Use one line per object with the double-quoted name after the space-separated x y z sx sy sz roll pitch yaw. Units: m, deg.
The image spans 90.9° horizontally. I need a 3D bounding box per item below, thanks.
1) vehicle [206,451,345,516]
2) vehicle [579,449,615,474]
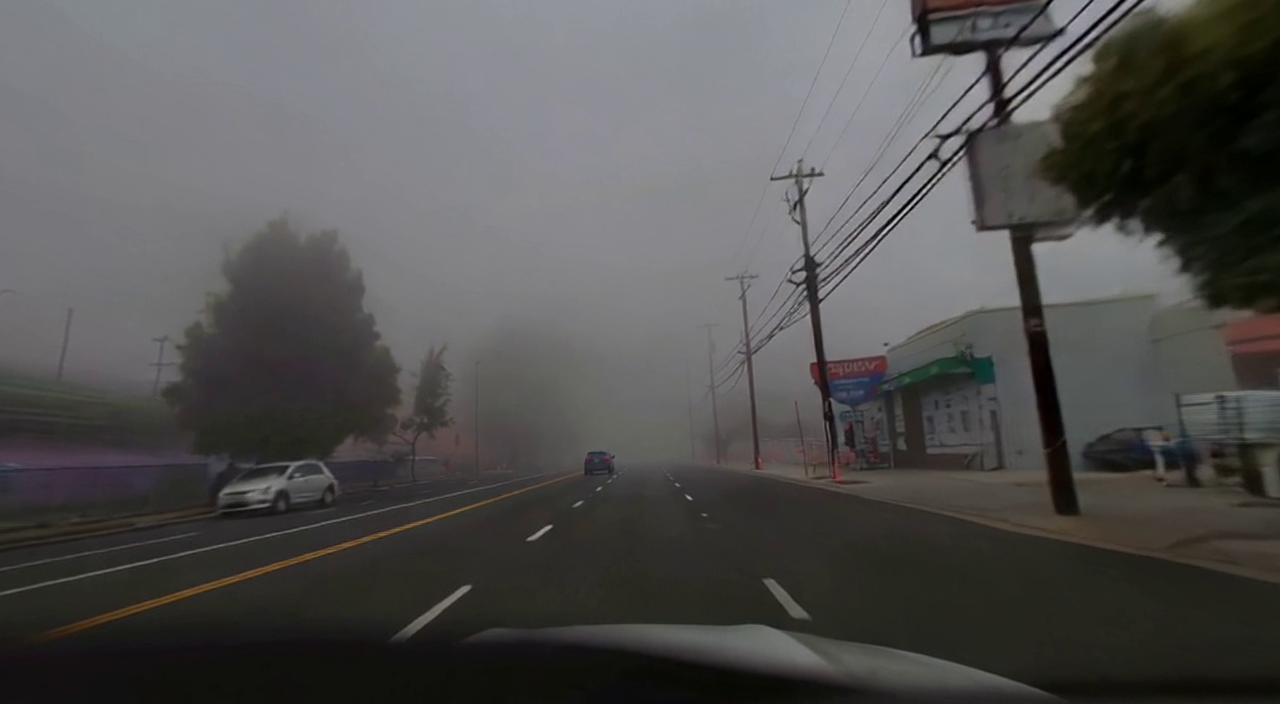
-11.981 4.296 21.135 2.052 1.898 4.253 -1 -8 1 "vehicle"
-2.940 7.594 43.958 2.036 1.589 4.549 -1 -8 1 "vehicle"
